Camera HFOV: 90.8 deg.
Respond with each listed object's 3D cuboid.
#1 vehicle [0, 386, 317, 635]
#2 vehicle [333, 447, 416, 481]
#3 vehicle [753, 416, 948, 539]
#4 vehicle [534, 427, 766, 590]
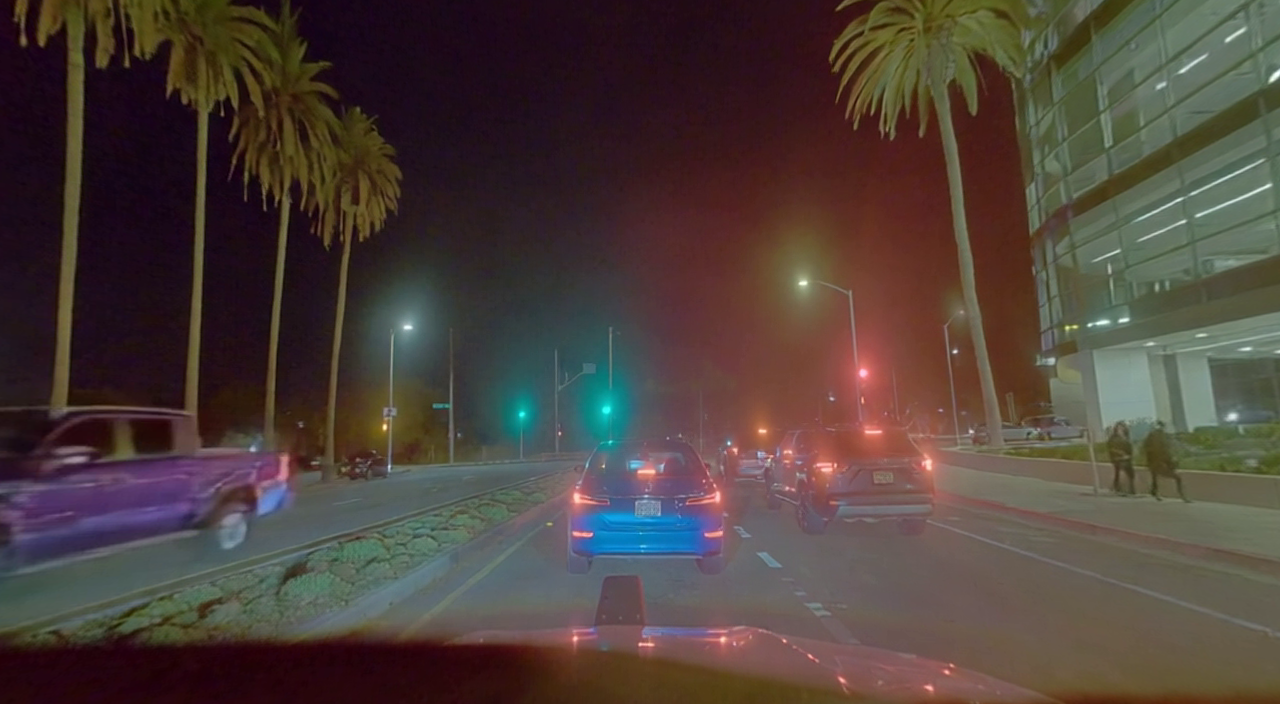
[{"bbox_3d":[-5.655,1.415,6.312,2.068,1.811,4.910,-1,-8,3],"label":"vehicle"},{"bbox_3d":[-13.168,5.559,31.736,1.965,1.507,4.725,-1,-8,2],"label":"vehicle"},{"bbox_3d":[3.394,2.115,11.241,2.003,1.733,4.319,0,-8,1],"label":"vehicle"},{"bbox_3d":[0.136,1.719,7.774,2.088,1.452,3.993,0,-8,1],"label":"vehicle"}]
